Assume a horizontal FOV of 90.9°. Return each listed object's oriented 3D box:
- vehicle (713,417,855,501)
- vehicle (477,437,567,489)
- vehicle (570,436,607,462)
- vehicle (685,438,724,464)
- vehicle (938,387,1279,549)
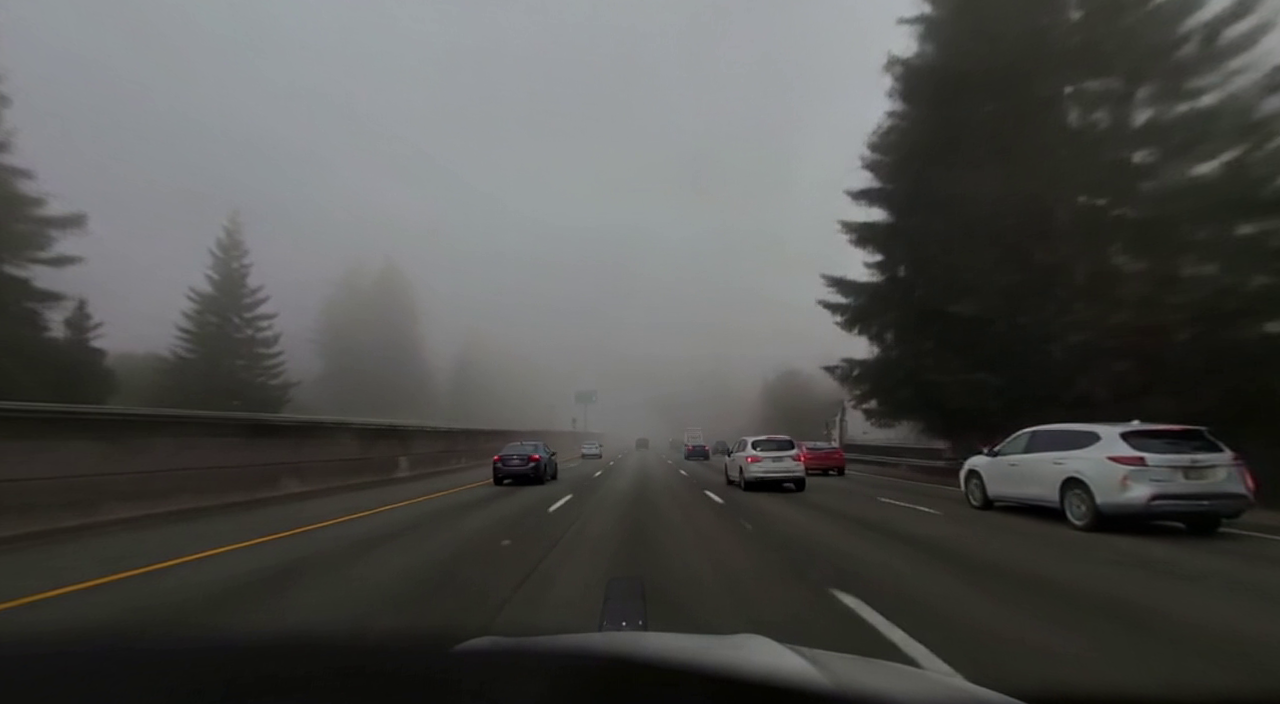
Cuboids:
[{"bbox_3d":[3.674,2.914,17.493,2.517,1.935,5.552,0,-9,-1],"label":"vehicle"},{"bbox_3d":[-3.614,3.478,20.132,1.978,1.473,4.073,0,-9,1],"label":"vehicle"},{"bbox_3d":[-3.381,6.460,42.145,2.020,1.628,4.248,0,-9,1],"label":"vehicle"},{"bbox_3d":[3.895,6.047,38.671,1.953,1.480,4.053,0,-9,-1],"label":"vehicle"},{"bbox_3d":[7.570,1.835,10.601,2.291,1.968,5.662,0,-9,0],"label":"vehicle"}]
